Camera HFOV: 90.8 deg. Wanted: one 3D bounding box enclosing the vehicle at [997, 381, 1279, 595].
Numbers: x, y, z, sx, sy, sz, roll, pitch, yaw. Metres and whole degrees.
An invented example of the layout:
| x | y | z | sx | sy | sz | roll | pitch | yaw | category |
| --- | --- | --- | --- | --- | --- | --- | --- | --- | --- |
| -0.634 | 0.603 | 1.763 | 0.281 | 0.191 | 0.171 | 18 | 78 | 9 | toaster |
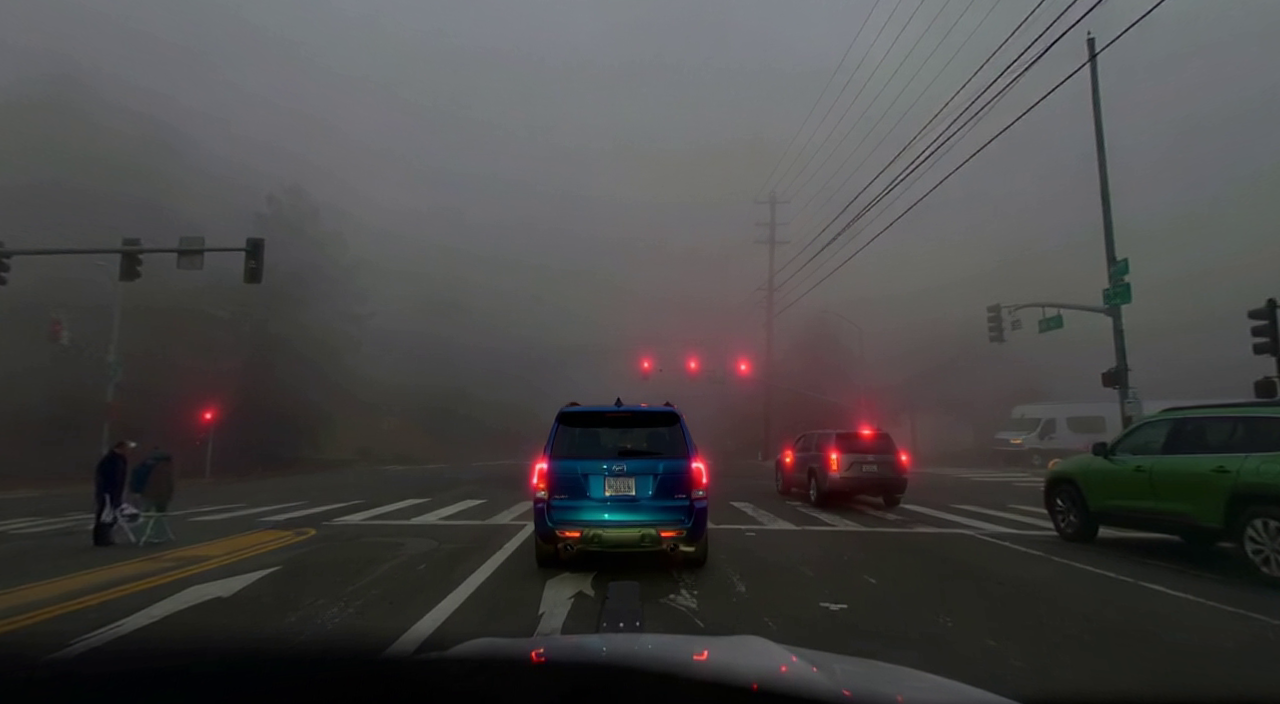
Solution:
| x | y | z | sx | sy | sz | roll | pitch | yaw | category |
| --- | --- | --- | --- | --- | --- | --- | --- | --- | --- |
| 6.581 | 1.439 | 7.243 | 2.119 | 1.827 | 4.806 | 0 | -9 | 0 | vehicle |

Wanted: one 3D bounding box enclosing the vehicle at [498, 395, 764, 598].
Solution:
| x | y | z | sx | sy | sz | roll | pitch | yaw | category |
| --- | --- | --- | --- | --- | --- | --- | --- | --- | --- |
| -0.109 | 1.562 | 7.641 | 2.285 | 1.729 | 4.252 | 0 | -9 | -1 | vehicle |
